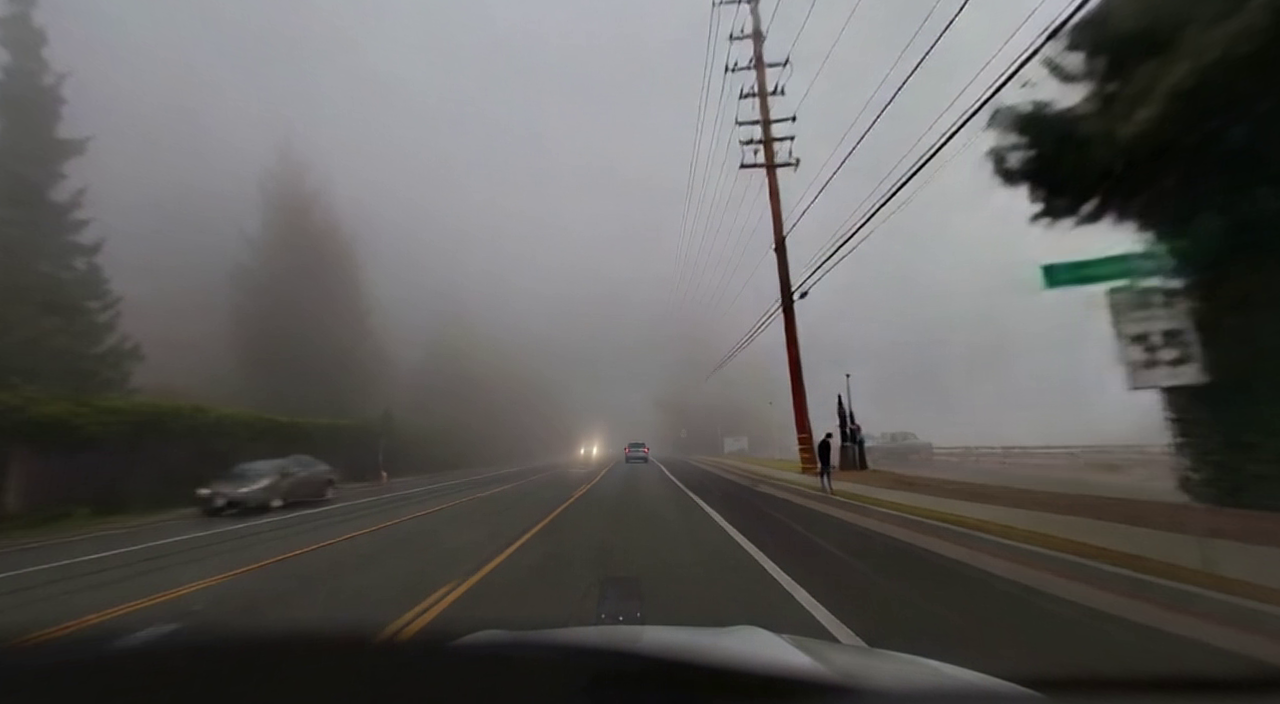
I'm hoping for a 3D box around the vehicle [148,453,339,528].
[{"bbox_3d":[-9.265,3.230,15.296,1.867,1.456,4.251,-1,-8,0],"label":"vehicle"}]

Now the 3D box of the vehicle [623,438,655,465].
[{"bbox_3d":[-0.077,7.039,44.756,2.163,1.746,4.073,0,-8,0],"label":"vehicle"}]
